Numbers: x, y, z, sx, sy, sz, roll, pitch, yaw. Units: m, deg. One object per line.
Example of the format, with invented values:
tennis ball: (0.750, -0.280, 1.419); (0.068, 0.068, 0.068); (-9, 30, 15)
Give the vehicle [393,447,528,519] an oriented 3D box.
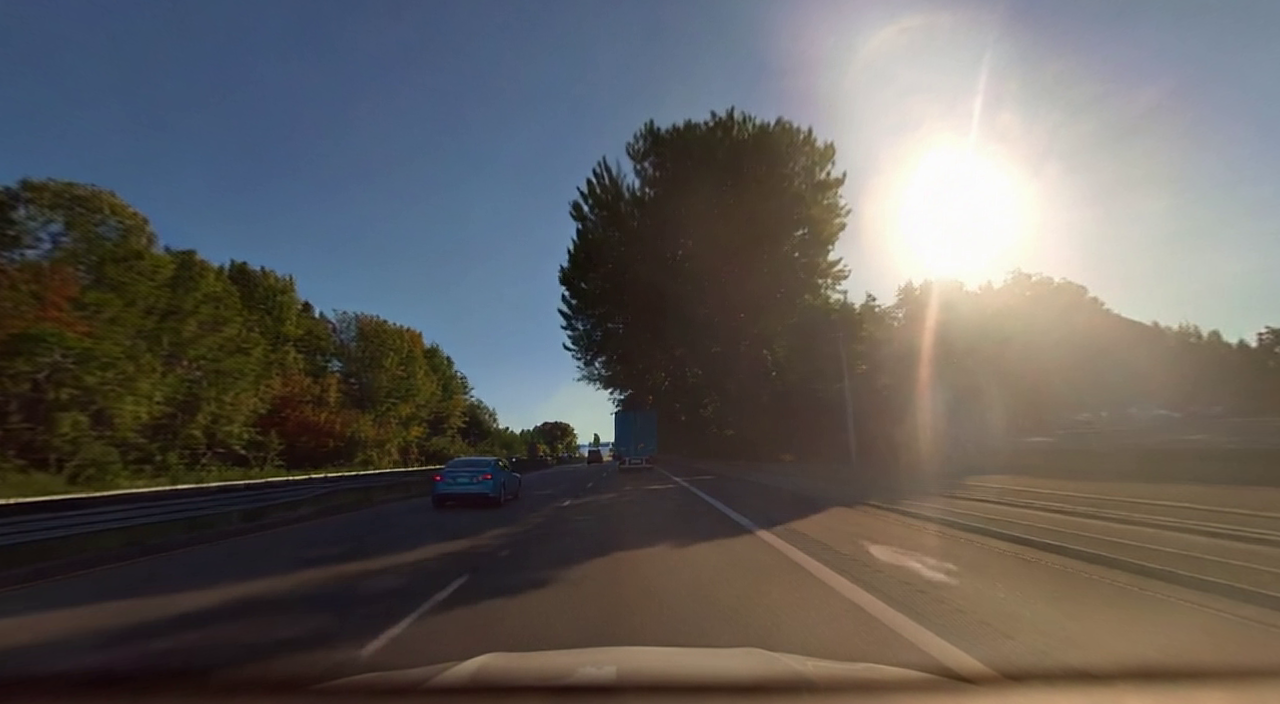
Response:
vehicle: (-4.097, 3.048, 15.212); (1.968, 1.460, 4.227); (0, -9, 1)
